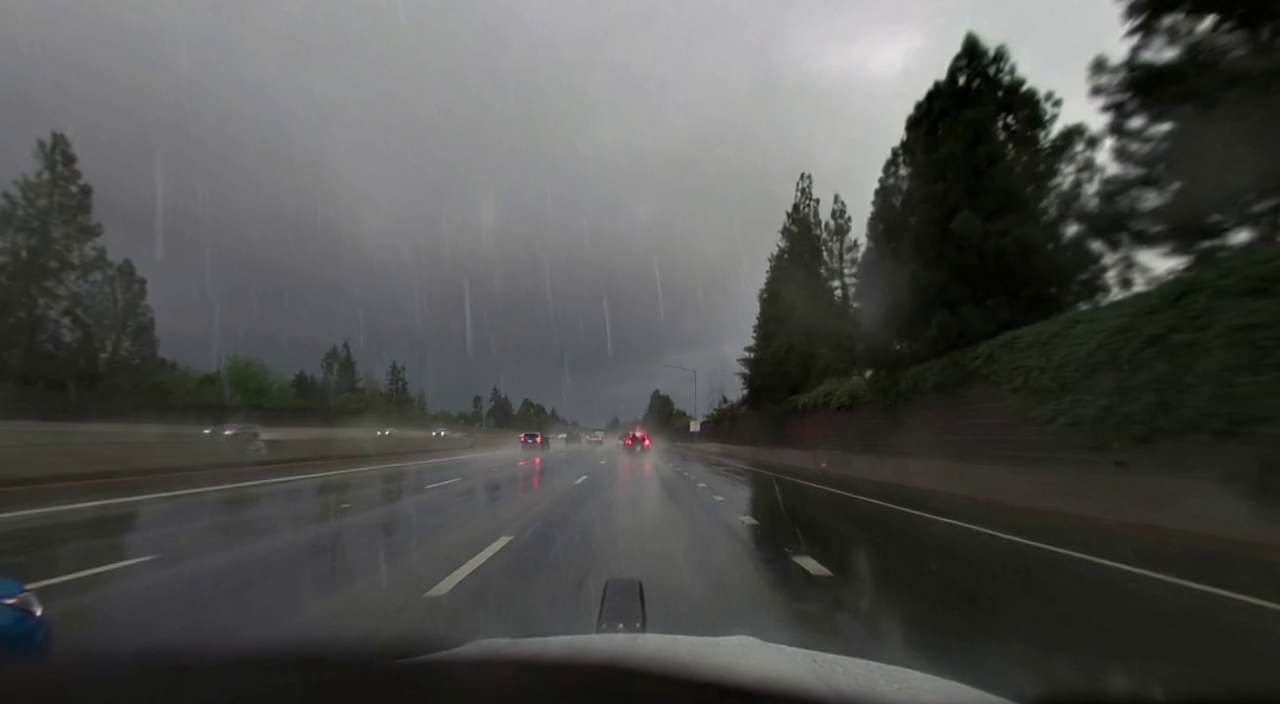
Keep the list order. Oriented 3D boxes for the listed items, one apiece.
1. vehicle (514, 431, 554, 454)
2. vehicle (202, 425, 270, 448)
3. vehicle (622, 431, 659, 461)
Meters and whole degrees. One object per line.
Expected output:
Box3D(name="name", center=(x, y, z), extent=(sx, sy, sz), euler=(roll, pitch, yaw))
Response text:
Box3D(name="vehicle", center=(-7.490, 6.469, 44.868), extent=(2.019, 1.523, 4.396), euler=(0, -8, 1))
Box3D(name="vehicle", center=(-28.370, 5.976, 44.367), extent=(1.930, 1.565, 4.282), euler=(0, -8, 0))
Box3D(name="vehicle", center=(0.025, 5.812, 38.932), extent=(2.141, 1.706, 4.065), euler=(0, -8, 0))
